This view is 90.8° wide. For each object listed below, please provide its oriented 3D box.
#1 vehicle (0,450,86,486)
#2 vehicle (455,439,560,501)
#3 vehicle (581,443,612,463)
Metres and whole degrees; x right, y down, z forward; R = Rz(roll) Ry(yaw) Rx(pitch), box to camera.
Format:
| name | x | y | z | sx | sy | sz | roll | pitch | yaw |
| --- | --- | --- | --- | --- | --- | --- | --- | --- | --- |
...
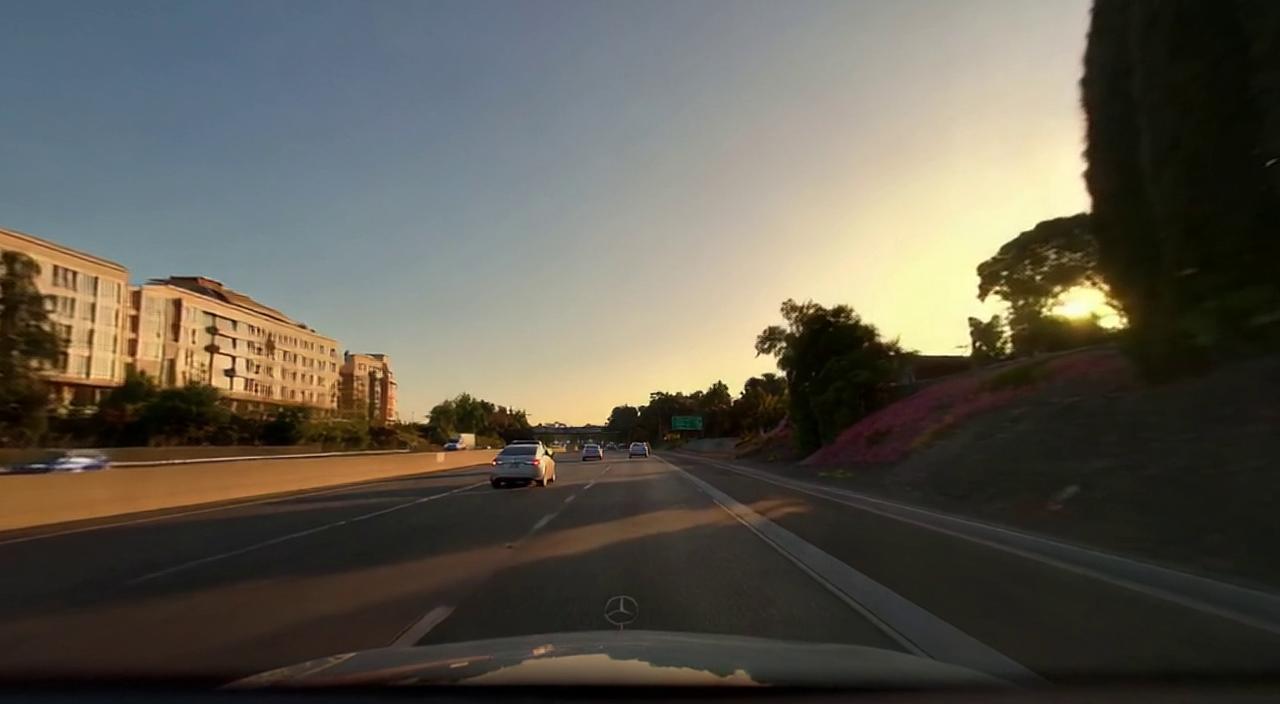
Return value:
| name | x | y | z | sx | sy | sz | roll | pitch | yaw |
| --- | --- | --- | --- | --- | --- | --- | --- | --- | --- |
| vehicle | -32.377 | 6.073 | 33.385 | 1.906 | 1.695 | 4.579 | 0 | -9 | 1 |
| vehicle | -3.393 | 3.104 | 17.032 | 1.920 | 1.463 | 4.134 | 0 | -9 | 0 |
| vehicle | -3.327 | 7.881 | 49.407 | 2.086 | 1.460 | 4.301 | 0 | -9 | 0 |
